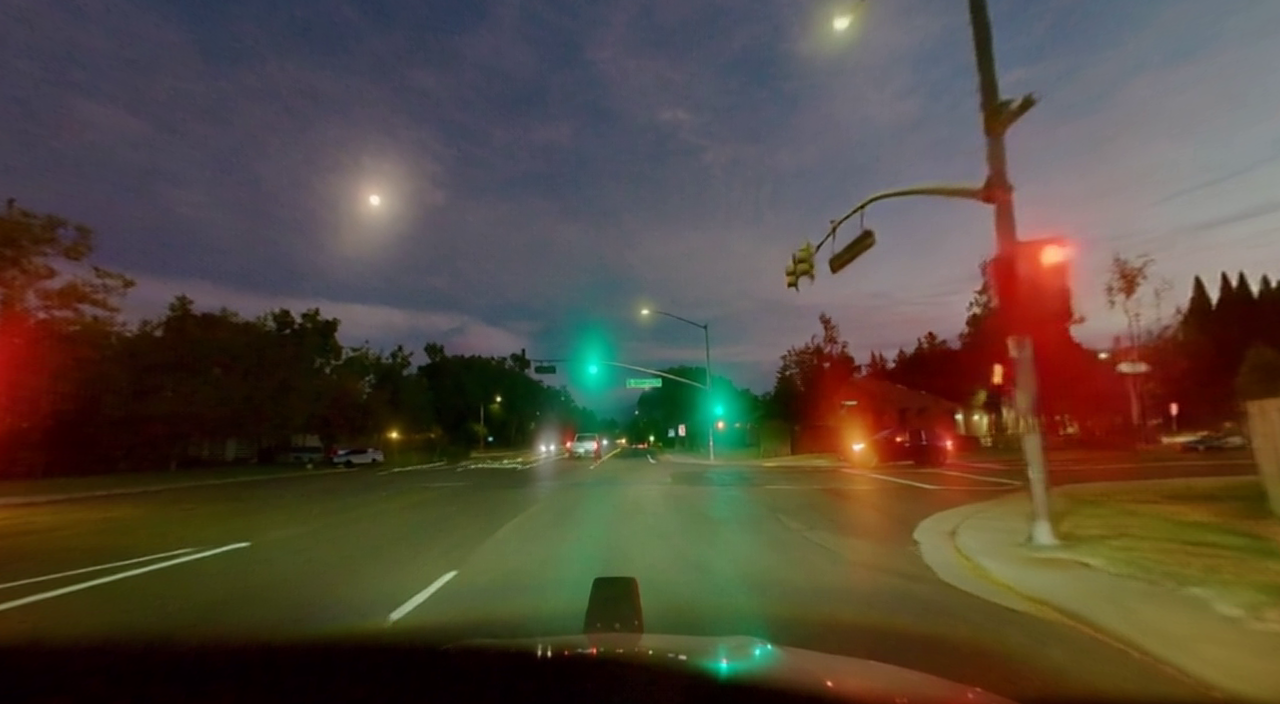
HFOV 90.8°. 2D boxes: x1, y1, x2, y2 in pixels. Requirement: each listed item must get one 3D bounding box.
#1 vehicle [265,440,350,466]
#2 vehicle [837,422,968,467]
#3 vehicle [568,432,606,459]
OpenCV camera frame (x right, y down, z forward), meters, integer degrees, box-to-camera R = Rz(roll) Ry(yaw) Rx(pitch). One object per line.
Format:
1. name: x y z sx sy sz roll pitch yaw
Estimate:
1. vehicle: -23.055 6.995 43.870 4.772 1.745 2.058 -1 -9 5
2. vehicle: 10.696 3.803 26.004 4.500 1.761 1.975 0 -9 0
3. vehicle: -4.040 7.298 49.250 2.508 2.001 5.880 0 -9 0
